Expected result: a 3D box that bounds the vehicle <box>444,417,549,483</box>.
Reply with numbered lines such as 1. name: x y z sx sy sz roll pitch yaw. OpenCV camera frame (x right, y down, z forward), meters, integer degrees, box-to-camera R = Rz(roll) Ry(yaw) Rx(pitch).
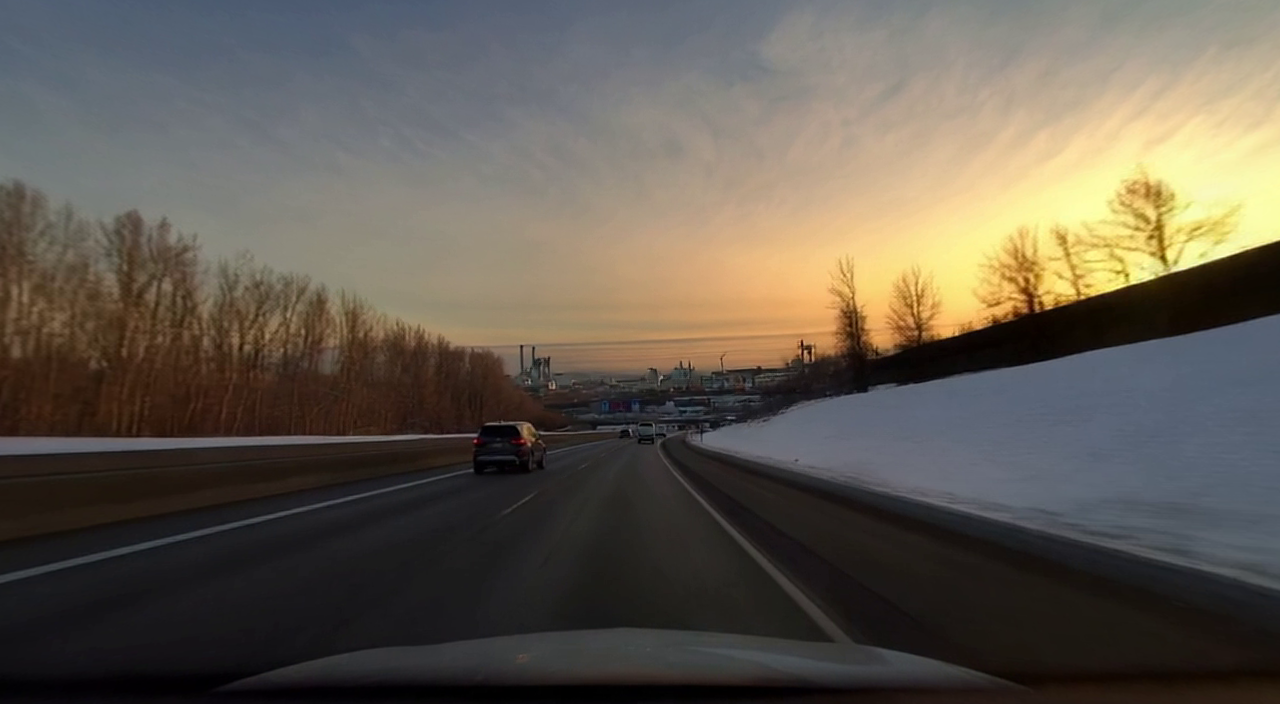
1. vehicle: -4.008 2.827 18.403 2.018 1.678 4.312 0 -8 1
